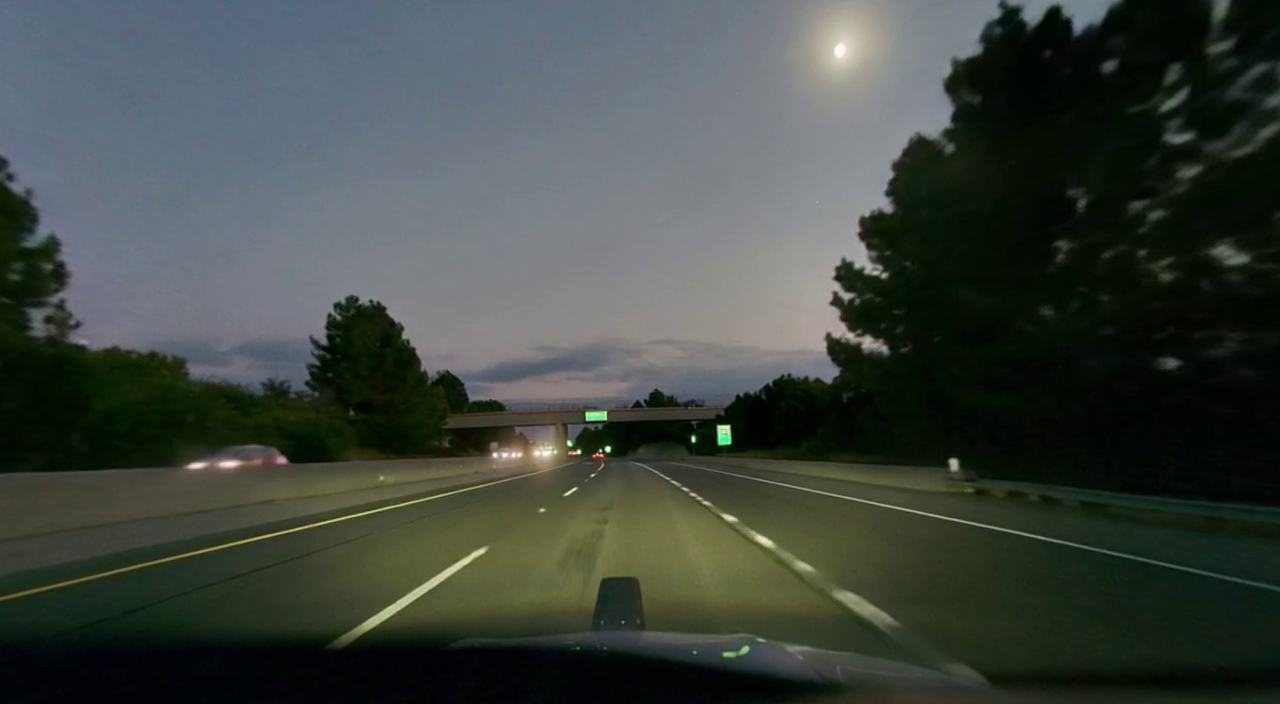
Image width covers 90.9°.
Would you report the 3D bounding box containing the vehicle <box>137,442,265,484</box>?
[{"bbox_3d":[-17.597,4.470,25.595,1.954,1.534,4.568,0,-9,-1],"label":"vehicle"}]
